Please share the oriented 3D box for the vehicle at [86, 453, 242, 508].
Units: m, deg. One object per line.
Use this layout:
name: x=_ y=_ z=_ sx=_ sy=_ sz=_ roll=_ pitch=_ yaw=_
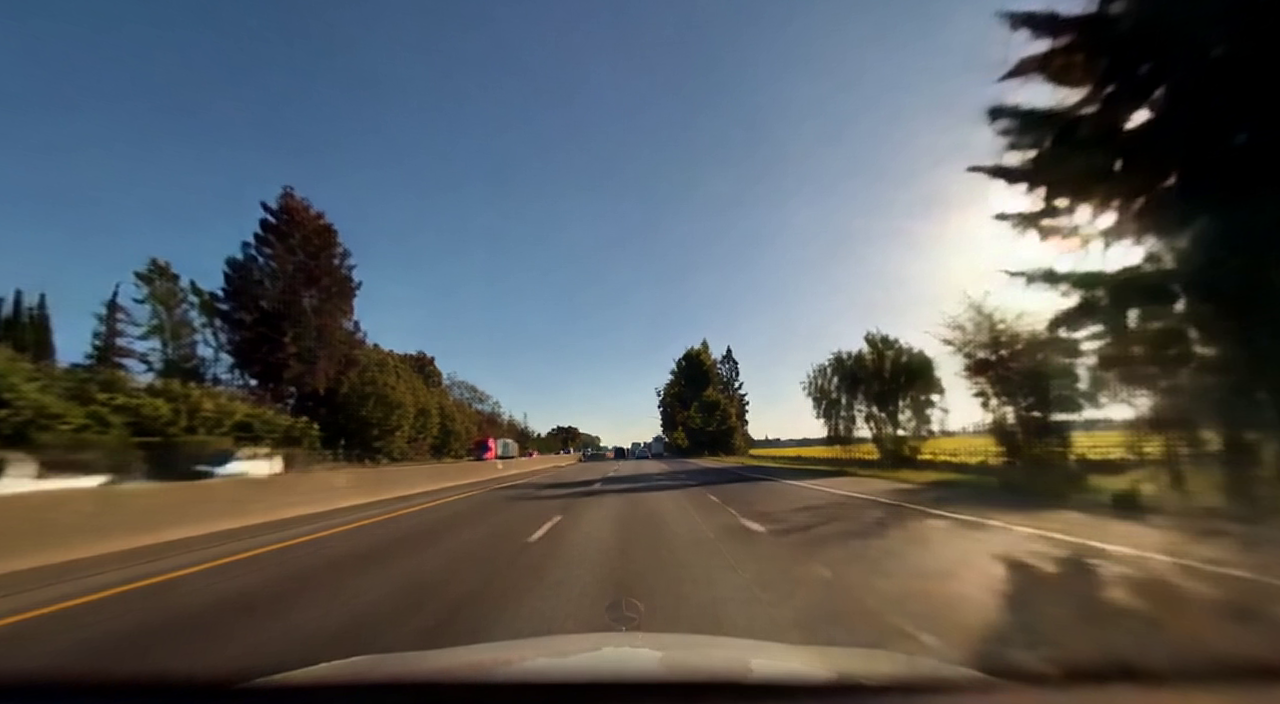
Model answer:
vehicle: x=-15.670 y=4.213 z=21.057 sx=1.828 sy=1.570 sz=4.326 roll=0 pitch=-9 yaw=-1
